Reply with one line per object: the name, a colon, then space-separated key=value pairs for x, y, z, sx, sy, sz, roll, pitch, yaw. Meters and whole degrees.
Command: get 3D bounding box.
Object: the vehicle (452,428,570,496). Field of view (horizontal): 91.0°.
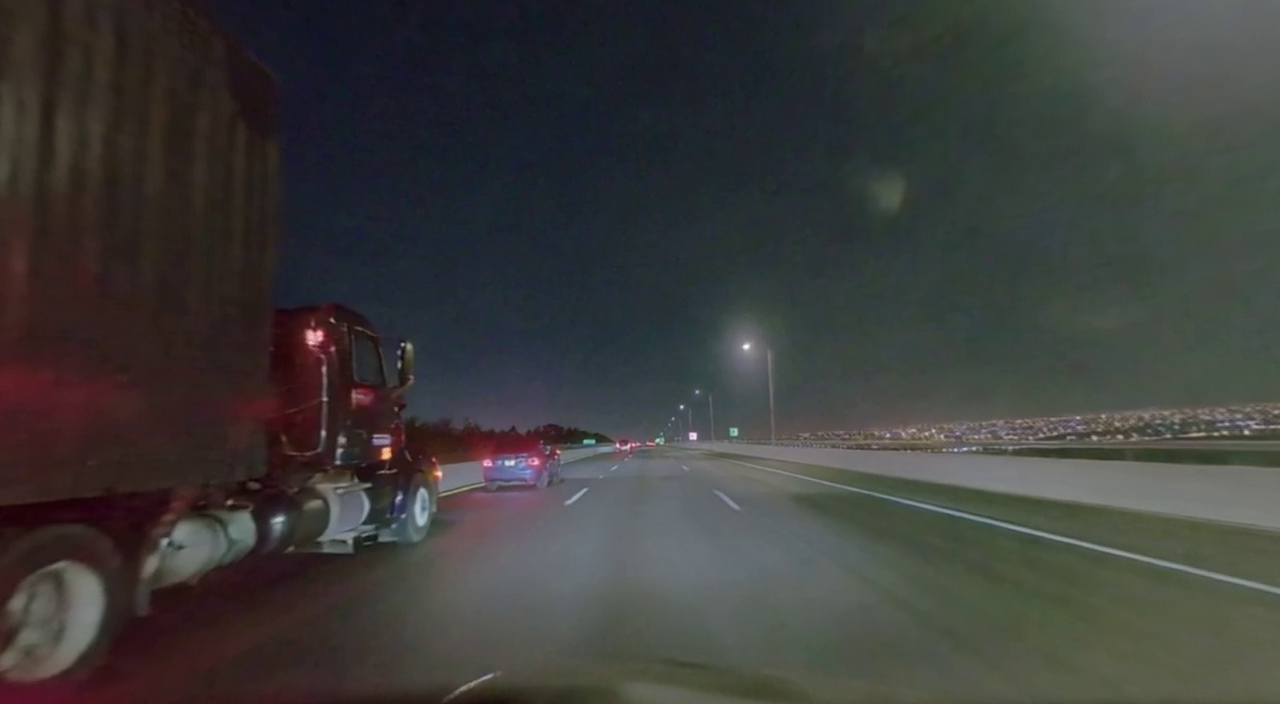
vehicle: x=-3.312 y=2.946 z=17.272 sx=2.053 sy=1.587 sz=4.855 roll=0 pitch=-8 yaw=2
